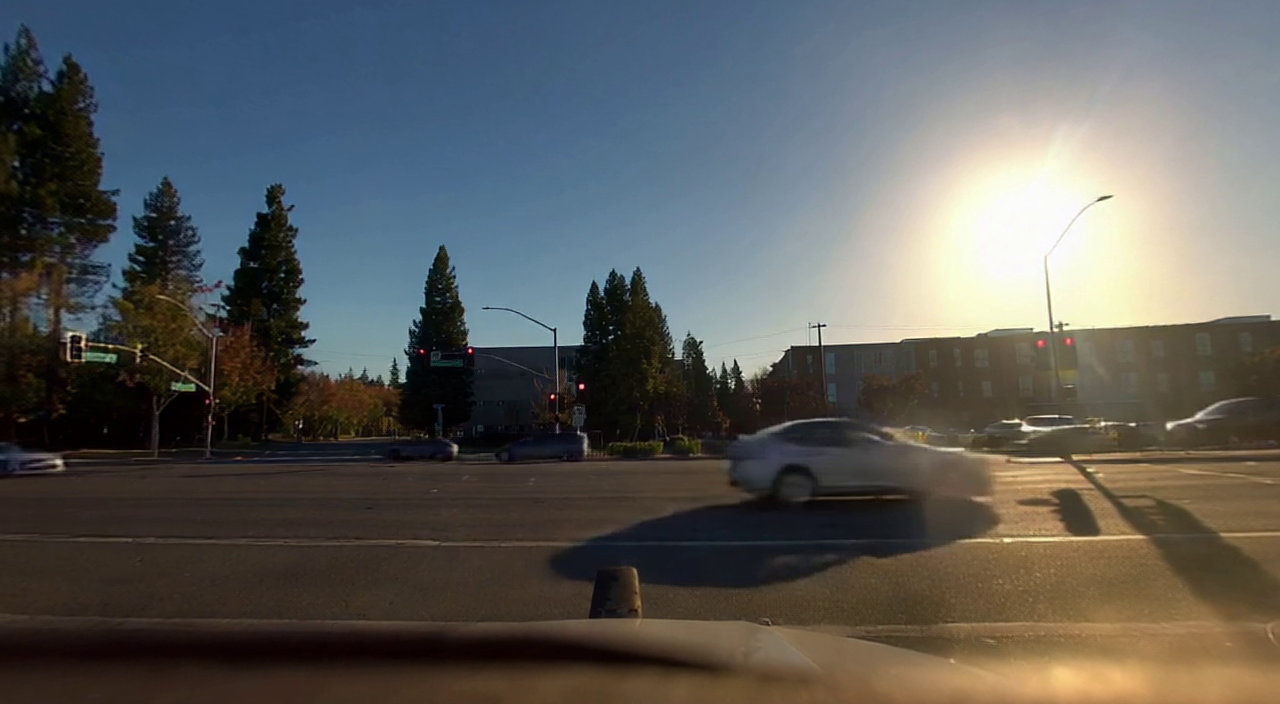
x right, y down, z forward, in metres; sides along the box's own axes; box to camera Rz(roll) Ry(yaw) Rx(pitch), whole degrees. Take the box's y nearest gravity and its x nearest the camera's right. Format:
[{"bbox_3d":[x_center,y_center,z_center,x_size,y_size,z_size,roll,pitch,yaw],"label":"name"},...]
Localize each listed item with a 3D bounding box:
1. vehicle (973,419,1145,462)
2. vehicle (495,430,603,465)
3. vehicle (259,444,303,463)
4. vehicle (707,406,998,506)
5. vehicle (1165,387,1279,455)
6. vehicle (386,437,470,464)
[{"bbox_3d":[15.020,3.218,22.943,4.749,1.461,1.892,-1,-9,9],"label":"vehicle"},{"bbox_3d":[-4.315,4.569,30.363,4.677,1.593,2.029,-2,-9,11],"label":"vehicle"},{"bbox_3d":[-28.062,7.913,49.561,2.235,1.417,4.272,3,-9,-20],"label":"vehicle"},{"bbox_3d":[3.911,2.019,12.470,4.959,1.715,2.162,-2,-9,11],"label":"vehicle"},{"bbox_3d":[31.206,3.418,31.005,7.790,3.197,2.653,-2,-9,11],"label":"vehicle"},{"bbox_3d":[-12.907,6.009,38.578,4.488,1.536,1.849,-2,-9,10],"label":"vehicle"}]
